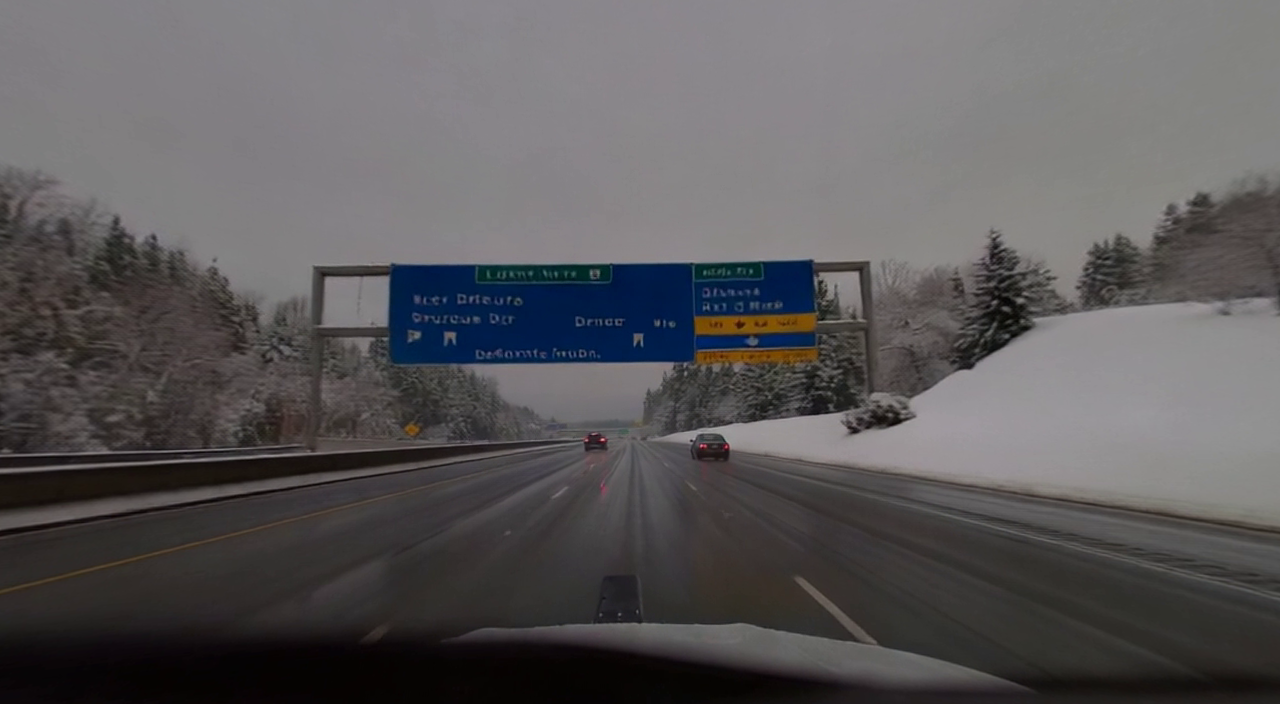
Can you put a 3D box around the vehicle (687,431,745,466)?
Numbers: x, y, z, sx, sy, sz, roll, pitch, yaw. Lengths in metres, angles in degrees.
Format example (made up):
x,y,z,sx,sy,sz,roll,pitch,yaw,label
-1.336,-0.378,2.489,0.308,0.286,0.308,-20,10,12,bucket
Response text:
x,y,z,sx,sy,sz,roll,pitch,yaw,label
3.543,4.561,30.071,2.077,1.523,4.539,0,-8,-2,vehicle

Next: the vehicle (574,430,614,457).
x,y,z,sx,sy,sz,roll,pitch,yaw,label
-2.924,5.923,40.848,2.219,1.660,4.153,0,-8,1,vehicle
